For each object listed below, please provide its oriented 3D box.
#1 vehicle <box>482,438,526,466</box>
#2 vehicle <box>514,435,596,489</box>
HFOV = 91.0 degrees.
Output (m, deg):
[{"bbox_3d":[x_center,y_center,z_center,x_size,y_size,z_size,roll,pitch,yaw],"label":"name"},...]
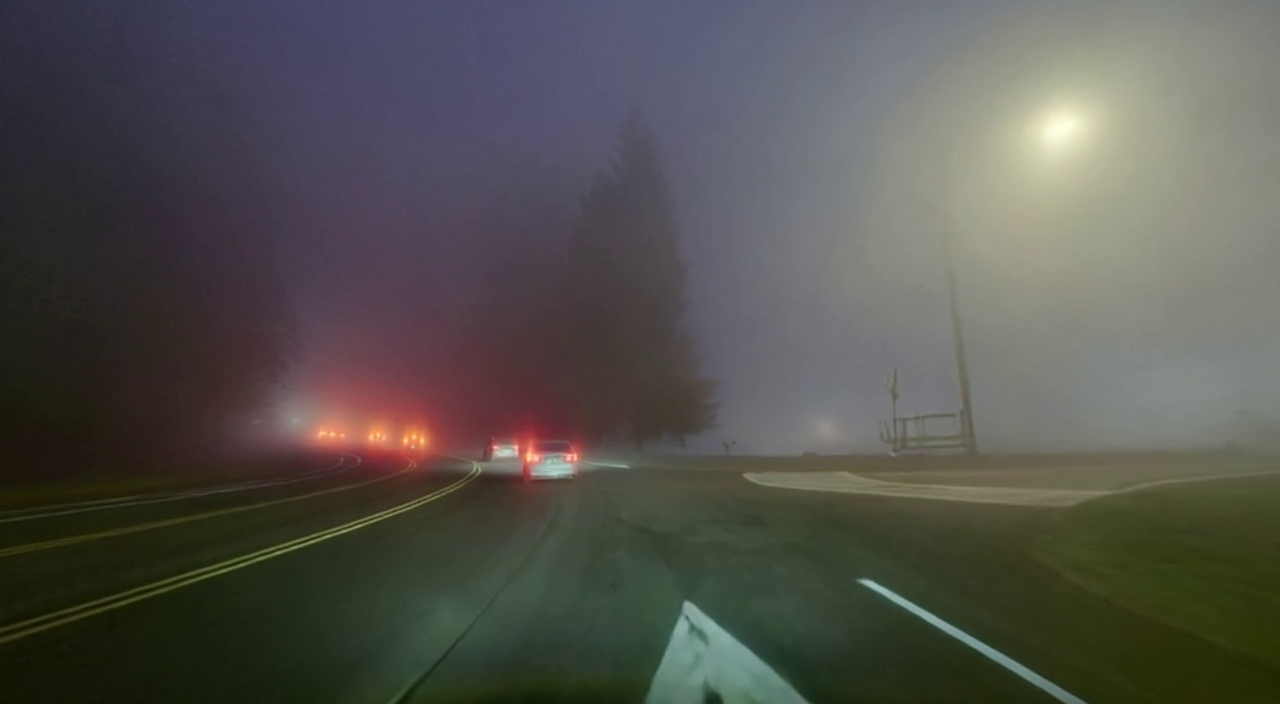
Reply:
[{"bbox_3d":[-8.077,5.875,37.059,2.080,1.530,3.719,3,-9,-19],"label":"vehicle"},{"bbox_3d":[-2.819,3.446,20.022,2.296,1.510,4.068,2,-9,-11],"label":"vehicle"}]
